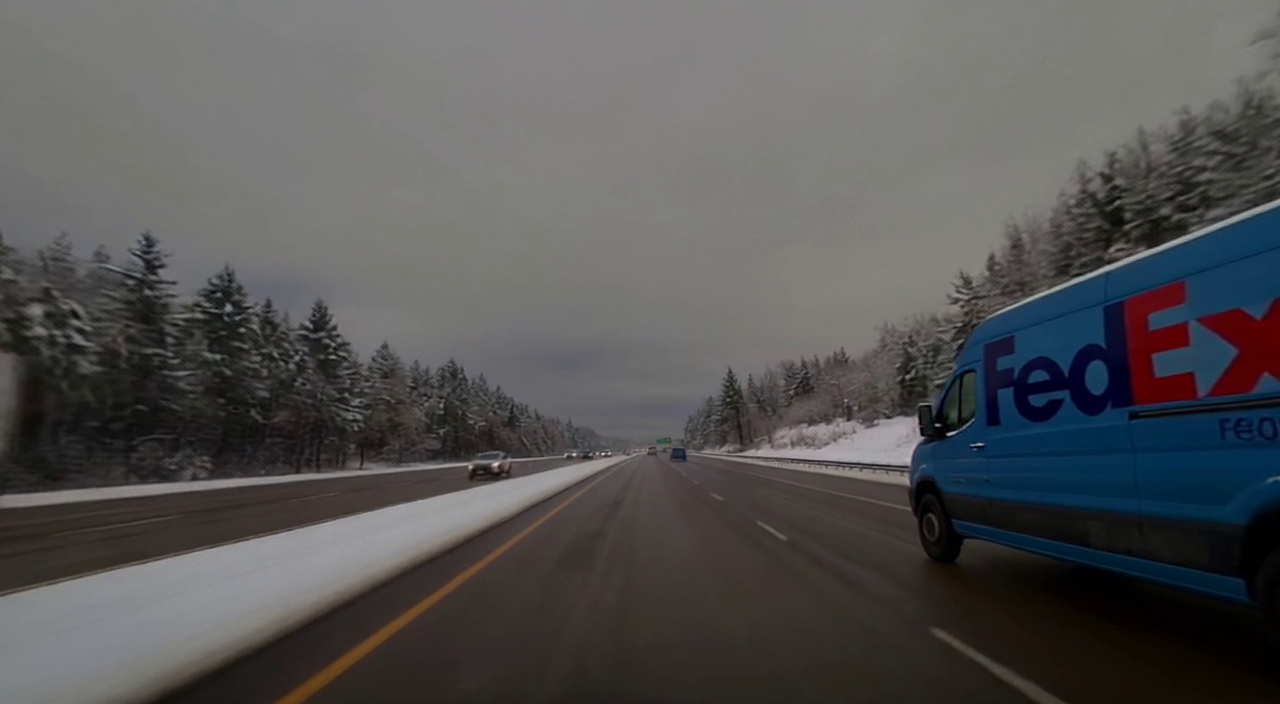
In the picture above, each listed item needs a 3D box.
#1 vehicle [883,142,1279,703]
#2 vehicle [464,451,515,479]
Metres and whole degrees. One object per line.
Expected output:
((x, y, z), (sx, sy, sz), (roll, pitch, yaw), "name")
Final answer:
((3.886, 0.582, 3.565), (2.522, 2.556, 6.180), (0, -9, 0), "vehicle")
((-8.388, 6.324, 35.366), (1.820, 1.445, 3.746), (-1, -9, 2), "vehicle")
